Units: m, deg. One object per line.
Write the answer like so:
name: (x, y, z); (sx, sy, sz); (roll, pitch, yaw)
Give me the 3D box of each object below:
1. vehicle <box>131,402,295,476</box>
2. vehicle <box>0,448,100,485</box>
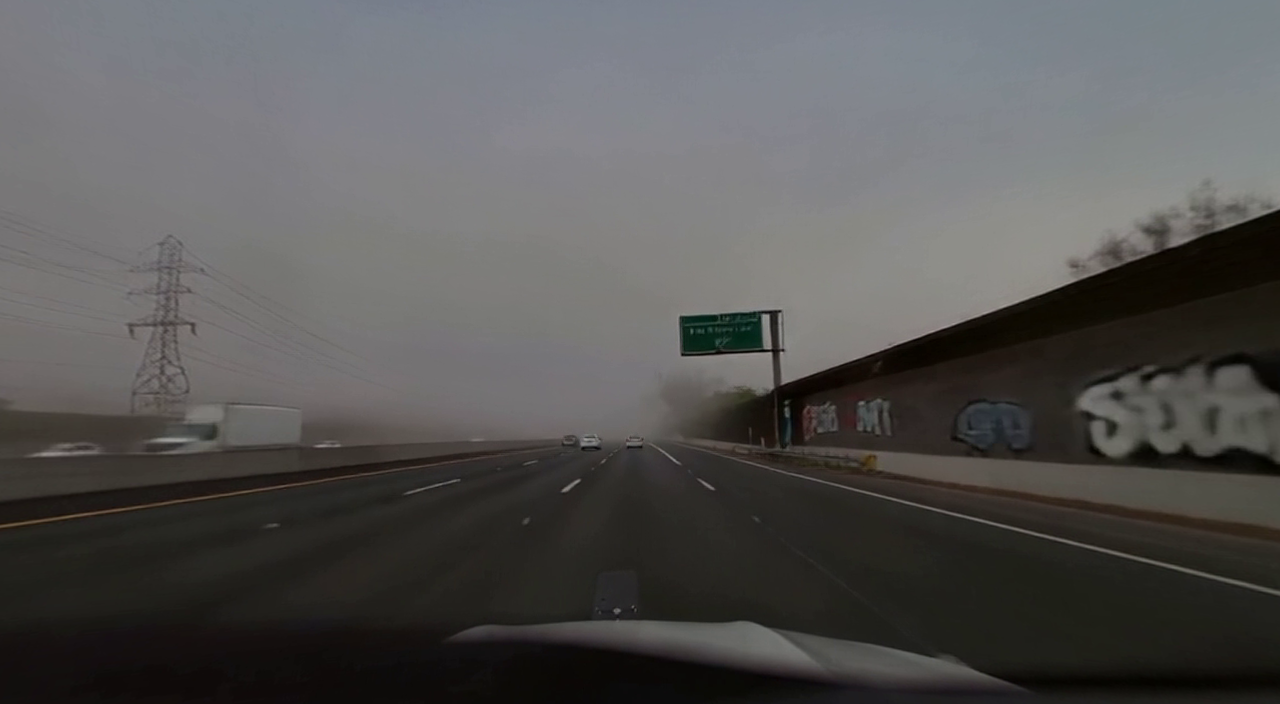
vehicle: (-19.298, 4.007, 29.167); (2.647, 2.975, 7.063); (0, -8, -1)
vehicle: (-27.638, 5.215, 29.064); (1.818, 1.499, 4.204); (1, -8, -2)
